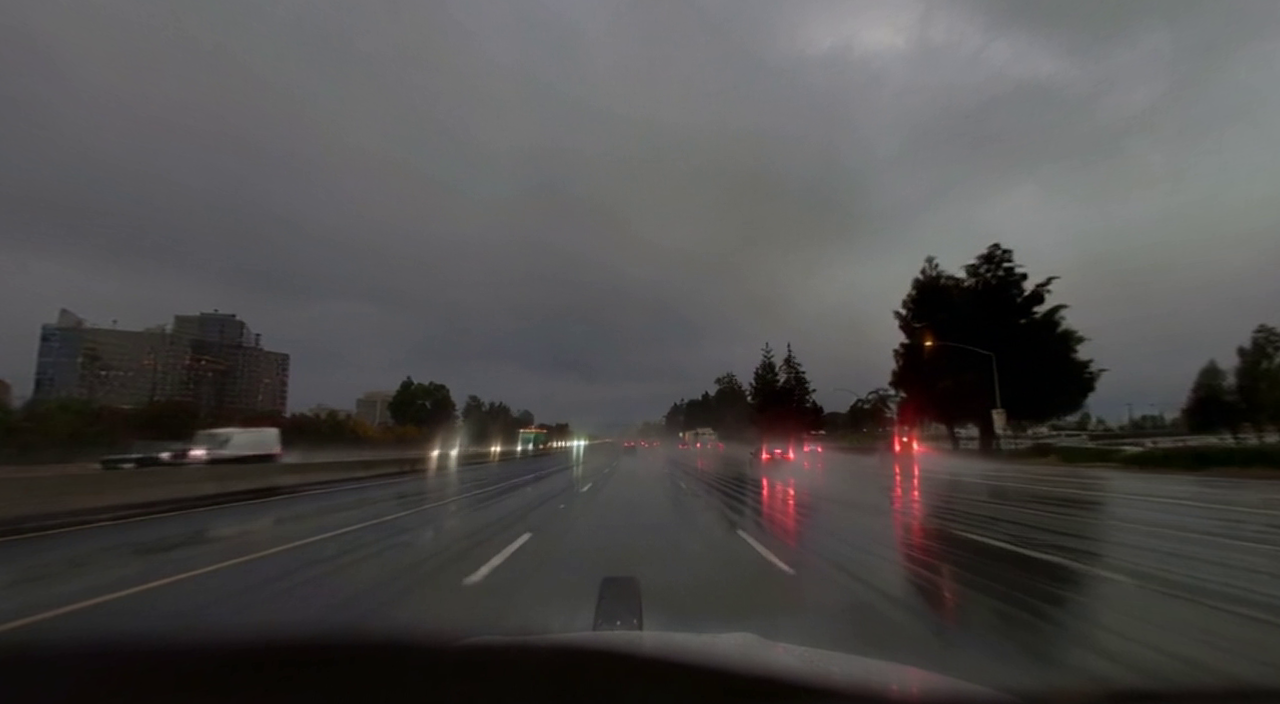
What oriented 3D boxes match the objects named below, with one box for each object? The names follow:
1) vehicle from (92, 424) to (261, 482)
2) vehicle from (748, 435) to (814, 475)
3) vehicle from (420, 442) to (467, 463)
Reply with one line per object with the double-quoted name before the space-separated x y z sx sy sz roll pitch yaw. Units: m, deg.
"vehicle" -18.661 4.123 25.977 2.426 2.074 5.953 0 -9 0
"vehicle" 6.472 4.813 29.586 2.030 1.706 4.279 0 -9 -1
"vehicle" -15.063 7.726 48.728 2.000 1.529 5.012 0 -9 0
